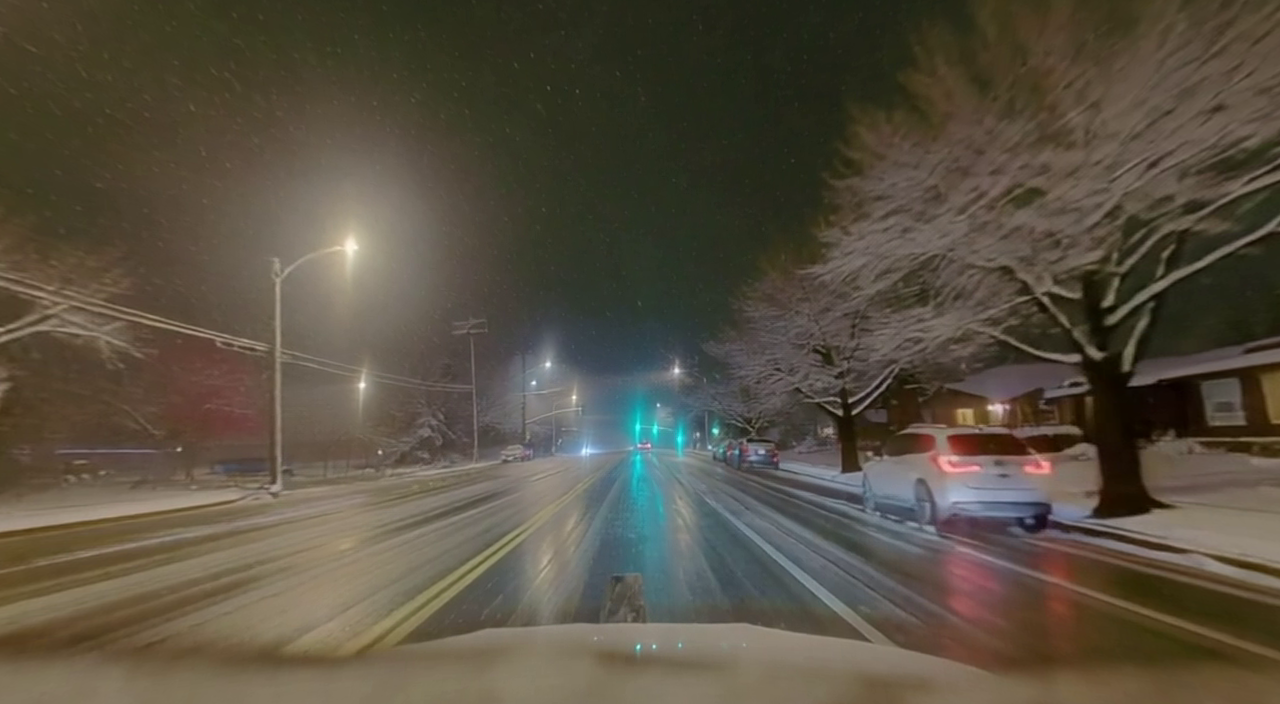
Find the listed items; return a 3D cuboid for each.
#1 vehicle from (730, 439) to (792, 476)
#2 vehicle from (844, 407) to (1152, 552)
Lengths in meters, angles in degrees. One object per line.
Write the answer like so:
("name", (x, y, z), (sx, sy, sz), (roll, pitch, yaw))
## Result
("vehicle", (5.362, 4.720, 28.333), (1.851, 1.487, 4.566), (0, -9, 0))
("vehicle", (5.108, 1.895, 10.021), (2.140, 1.739, 4.721), (0, -9, 1))
